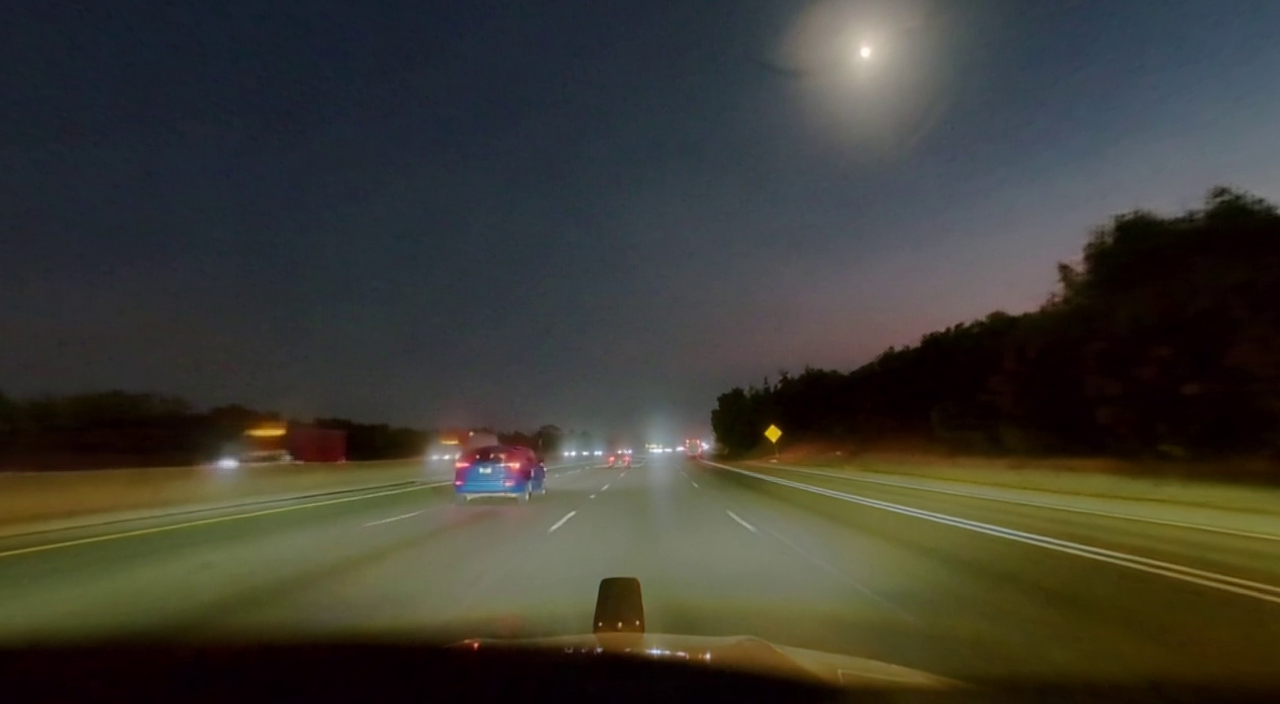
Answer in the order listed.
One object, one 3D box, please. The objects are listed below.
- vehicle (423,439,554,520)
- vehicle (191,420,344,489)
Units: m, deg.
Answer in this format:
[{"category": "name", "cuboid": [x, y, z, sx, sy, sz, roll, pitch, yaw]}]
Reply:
[{"category": "vehicle", "cuboid": [-3.395, 2.930, 15.057, 2.016, 1.623, 4.126, 0, -9, 1]}, {"category": "vehicle", "cuboid": [-17.949, 5.025, 31.141, 2.612, 2.928, 7.459, -1, -9, 3]}]
